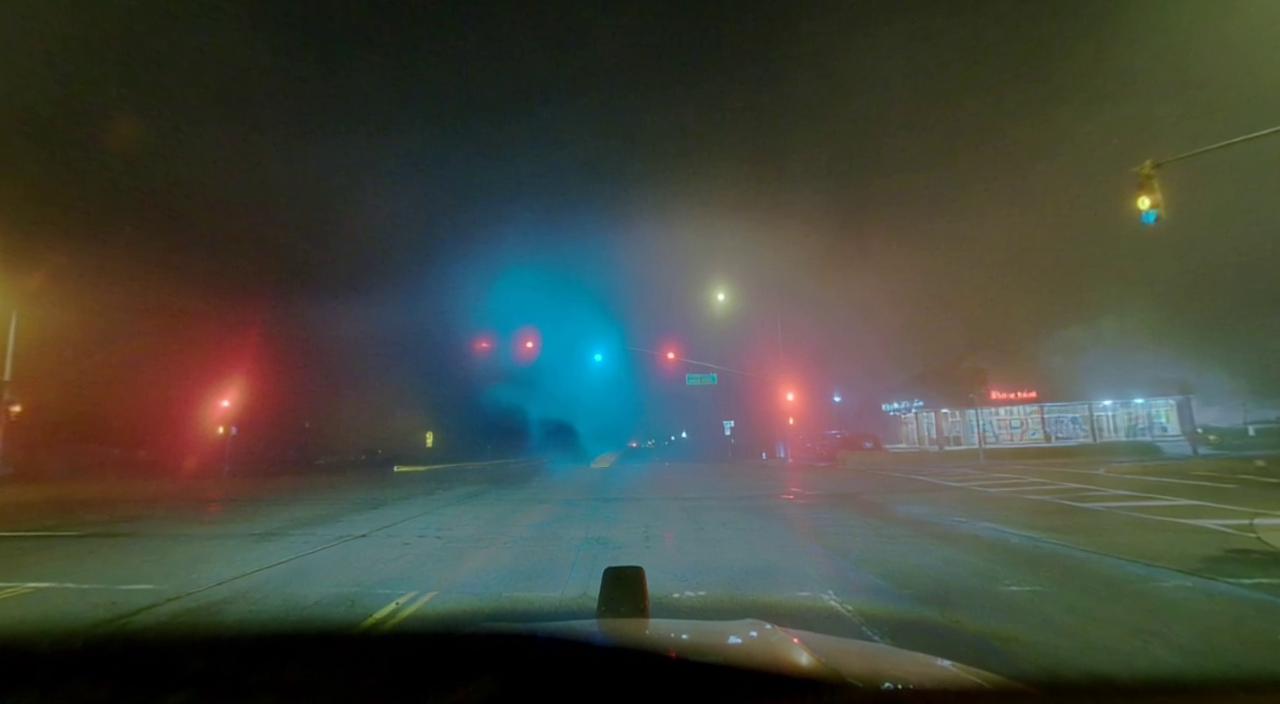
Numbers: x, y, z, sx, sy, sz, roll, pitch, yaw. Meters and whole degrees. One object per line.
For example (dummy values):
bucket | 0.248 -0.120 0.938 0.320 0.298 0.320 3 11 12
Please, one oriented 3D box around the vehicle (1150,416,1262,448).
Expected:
vehicle | 28.274 4.073 31.712 1.799 1.459 4.266 0 -8 3
